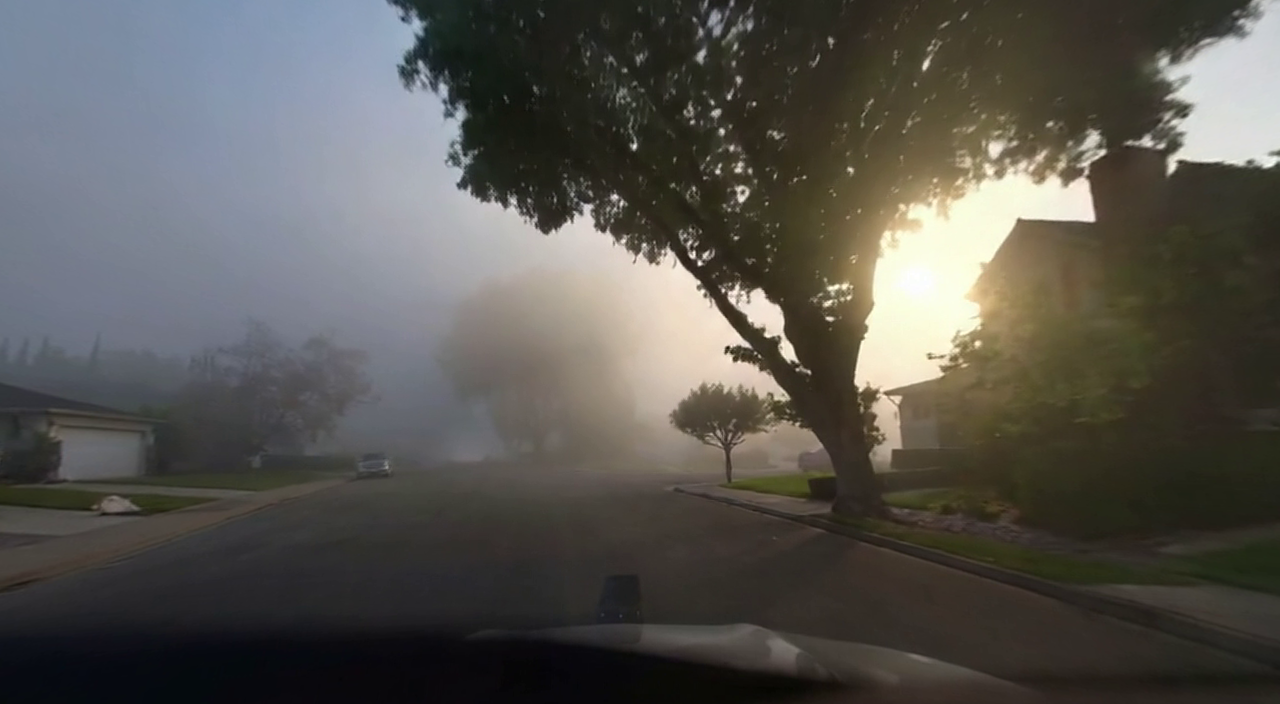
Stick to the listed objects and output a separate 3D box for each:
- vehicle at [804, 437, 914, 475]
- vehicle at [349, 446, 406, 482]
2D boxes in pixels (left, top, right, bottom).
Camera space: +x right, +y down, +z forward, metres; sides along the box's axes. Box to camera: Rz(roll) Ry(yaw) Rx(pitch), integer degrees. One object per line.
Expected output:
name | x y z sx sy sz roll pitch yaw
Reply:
vehicle | 11.120 5.236 32.044 4.933 1.817 2.014 2 -8 -17
vehicle | -12.783 5.454 30.864 1.938 1.499 4.290 -1 -9 -14
